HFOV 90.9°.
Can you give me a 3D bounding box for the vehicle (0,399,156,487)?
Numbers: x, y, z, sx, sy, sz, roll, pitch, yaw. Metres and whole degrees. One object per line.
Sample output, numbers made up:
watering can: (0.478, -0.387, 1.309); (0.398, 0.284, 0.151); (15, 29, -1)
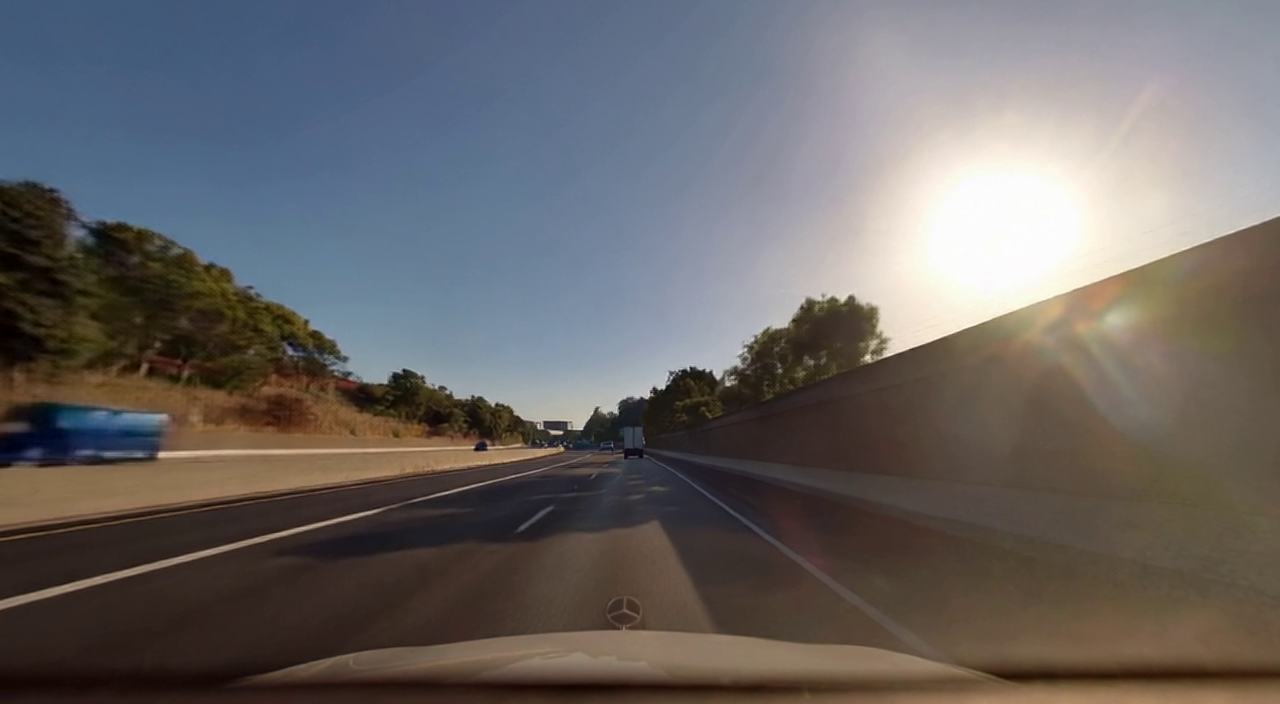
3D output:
vehicle: (-19.206, 2.973, 20.409); (2.487, 2.425, 5.746); (0, -9, -1)
